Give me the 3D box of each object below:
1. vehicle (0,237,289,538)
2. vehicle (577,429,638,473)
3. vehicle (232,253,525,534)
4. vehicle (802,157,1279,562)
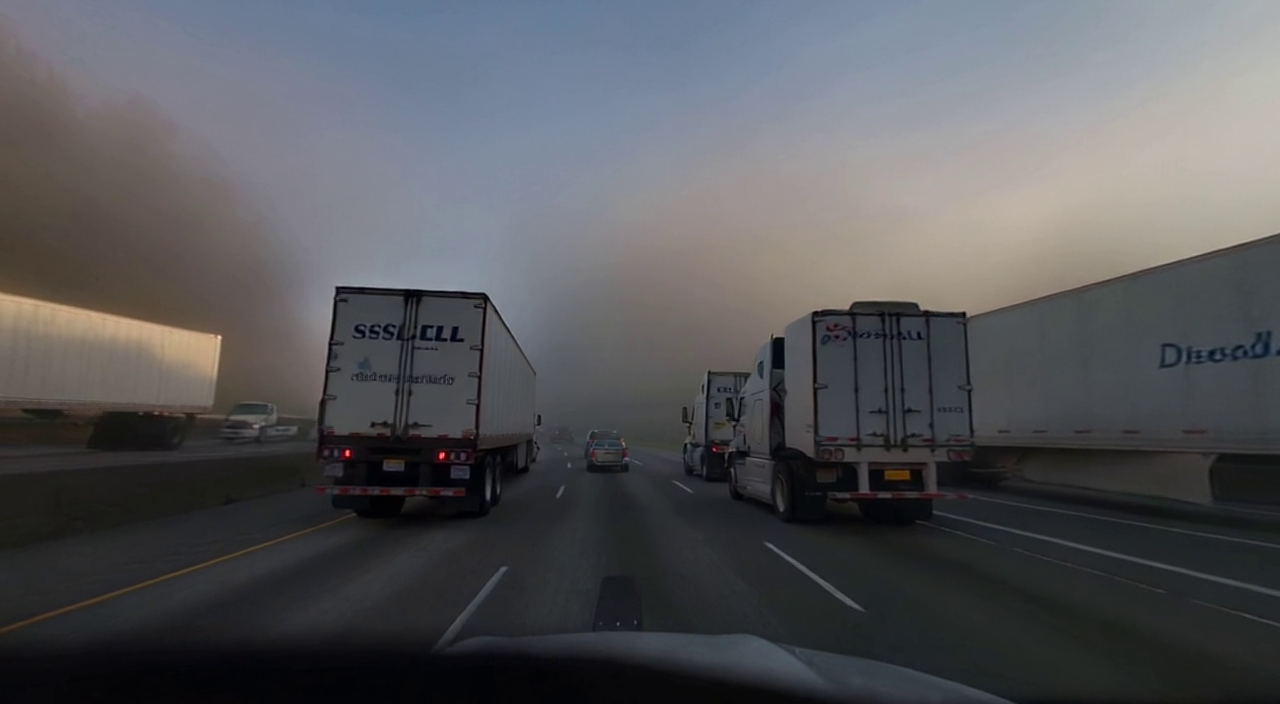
[{"bbox_3d":[-10.739,0.259,6.998,2.867,4.125,14.026,-2,-8,14],"label":"vehicle"},{"bbox_3d":[-1.362,3.784,24.400,2.060,1.540,4.374,1,-8,-7],"label":"vehicle"},{"bbox_3d":[-4.284,1.091,12.929,2.822,3.788,8.799,0,-8,-5],"label":"vehicle"},{"bbox_3d":[7.600,0.168,7.269,2.820,4.084,13.786,3,-8,-25],"label":"vehicle"}]
